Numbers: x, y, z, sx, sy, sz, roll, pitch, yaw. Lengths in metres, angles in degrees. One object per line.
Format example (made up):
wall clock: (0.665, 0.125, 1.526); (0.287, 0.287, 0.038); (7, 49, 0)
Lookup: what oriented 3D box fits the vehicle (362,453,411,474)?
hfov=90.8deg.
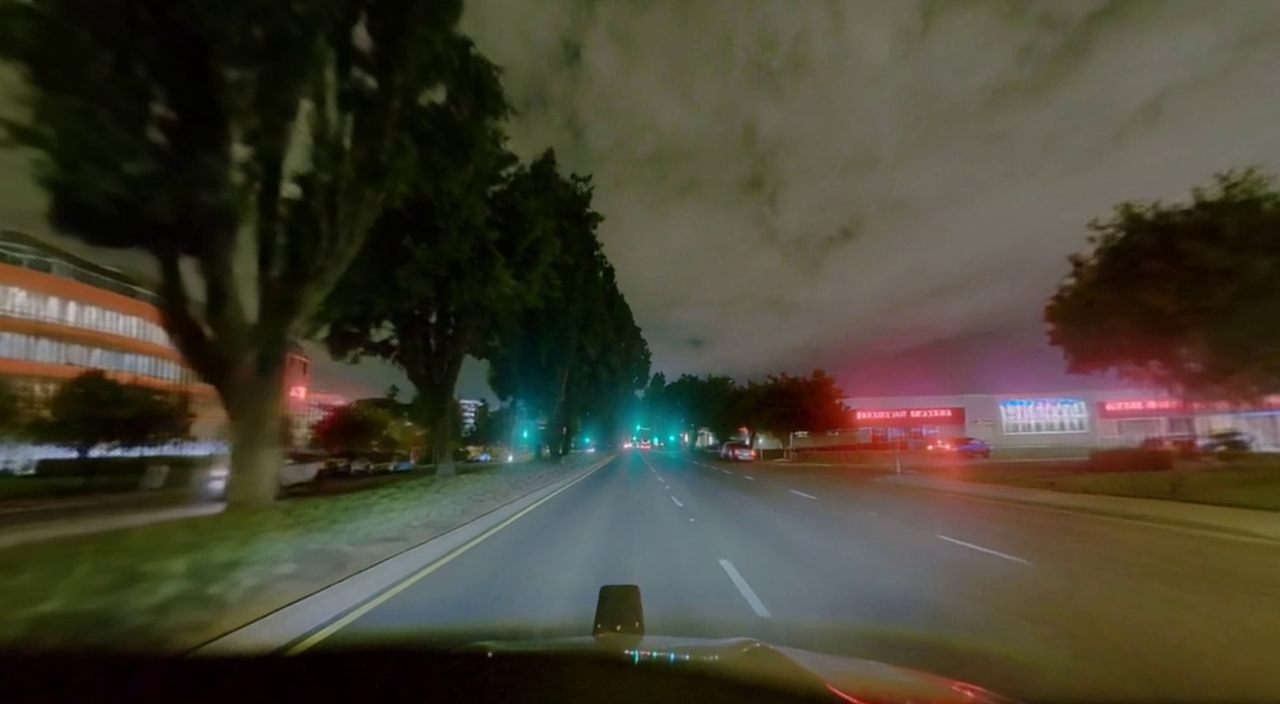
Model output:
vehicle: (-19.787, 8.695, 49.501); (1.795, 1.452, 4.718); (0, -9, 1)

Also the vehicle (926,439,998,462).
vehicle: (23.677, 7.219, 46.448); (4.518, 1.599, 1.850); (2, -9, -13)

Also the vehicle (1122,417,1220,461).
vehicle: (32.159, 5.309, 38.349); (3.804, 2.526, 2.489); (1, -9, -11)

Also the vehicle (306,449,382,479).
vehicle: (-20.074, 7.581, 43.236); (2.208, 1.882, 5.826); (-1, -9, 2)

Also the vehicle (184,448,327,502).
vehicle: (-13.453, 4.279, 22.537); (1.990, 1.686, 4.611); (-1, -9, 3)

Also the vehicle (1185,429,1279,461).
vehicle: (36.899, 5.740, 39.177); (4.752, 1.730, 1.932); (-1, -9, -11)
